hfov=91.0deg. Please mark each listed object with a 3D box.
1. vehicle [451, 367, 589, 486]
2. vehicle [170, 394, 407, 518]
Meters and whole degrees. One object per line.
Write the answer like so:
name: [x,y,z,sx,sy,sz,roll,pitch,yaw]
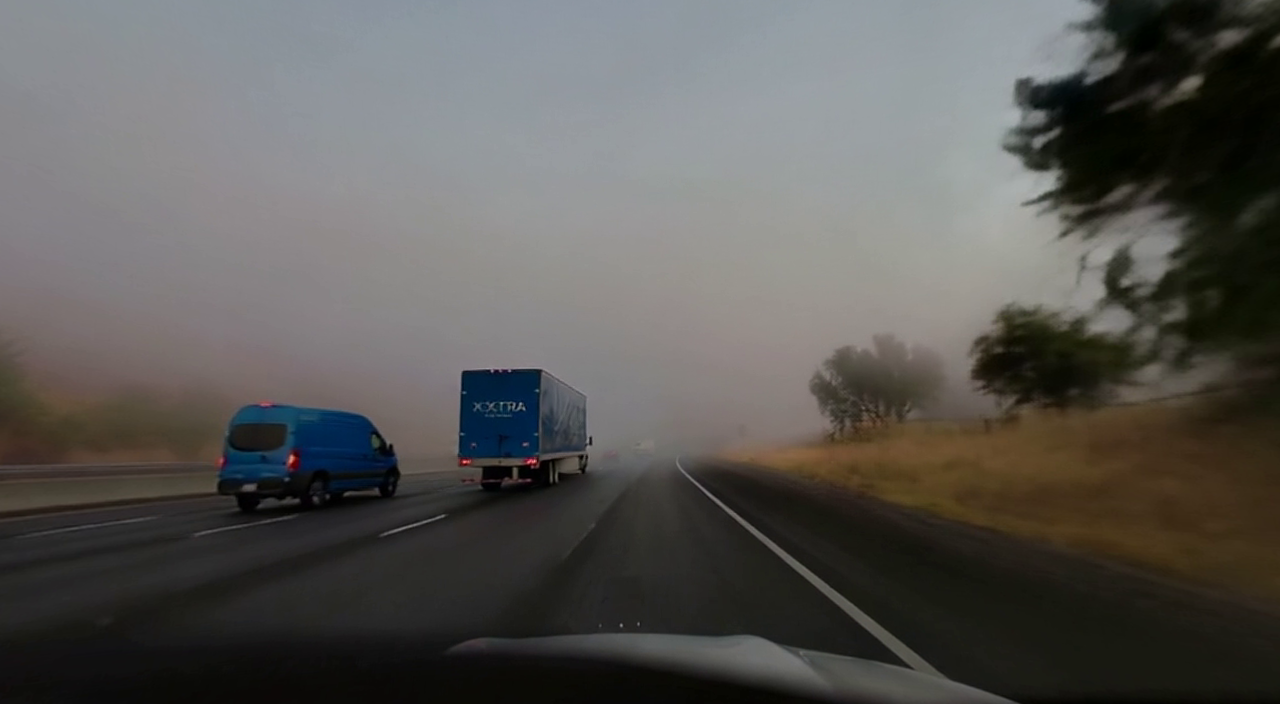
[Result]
vehicle: [-4.436,3.192,26.053,3.183,4.011,9.617,0,-8,4]
vehicle: [-8.609,2.636,16.427,2.469,2.615,5.874,0,-8,3]
